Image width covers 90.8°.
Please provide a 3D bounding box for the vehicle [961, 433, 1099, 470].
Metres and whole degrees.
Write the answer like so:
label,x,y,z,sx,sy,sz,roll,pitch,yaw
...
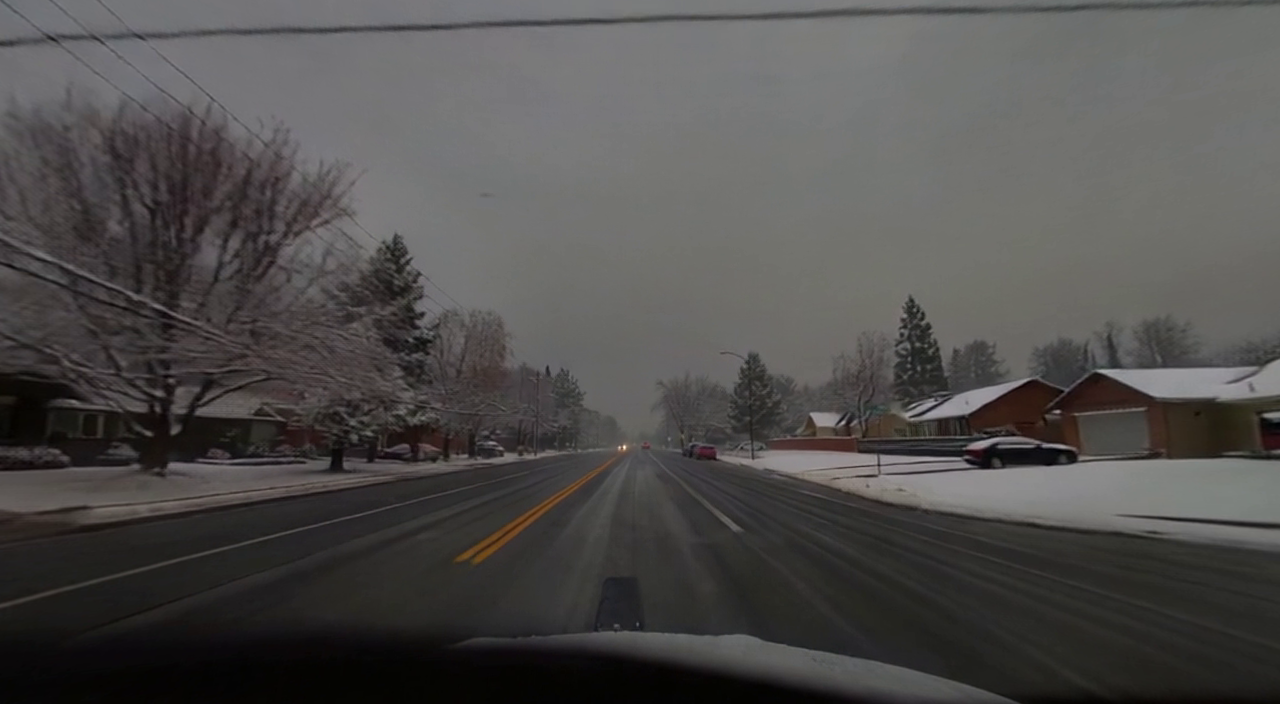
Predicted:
label,x,y,z,sx,sy,sz,roll,pitch,yaw
vehicle,16.652,4.282,27.189,4.443,1.497,2.168,0,-8,2
